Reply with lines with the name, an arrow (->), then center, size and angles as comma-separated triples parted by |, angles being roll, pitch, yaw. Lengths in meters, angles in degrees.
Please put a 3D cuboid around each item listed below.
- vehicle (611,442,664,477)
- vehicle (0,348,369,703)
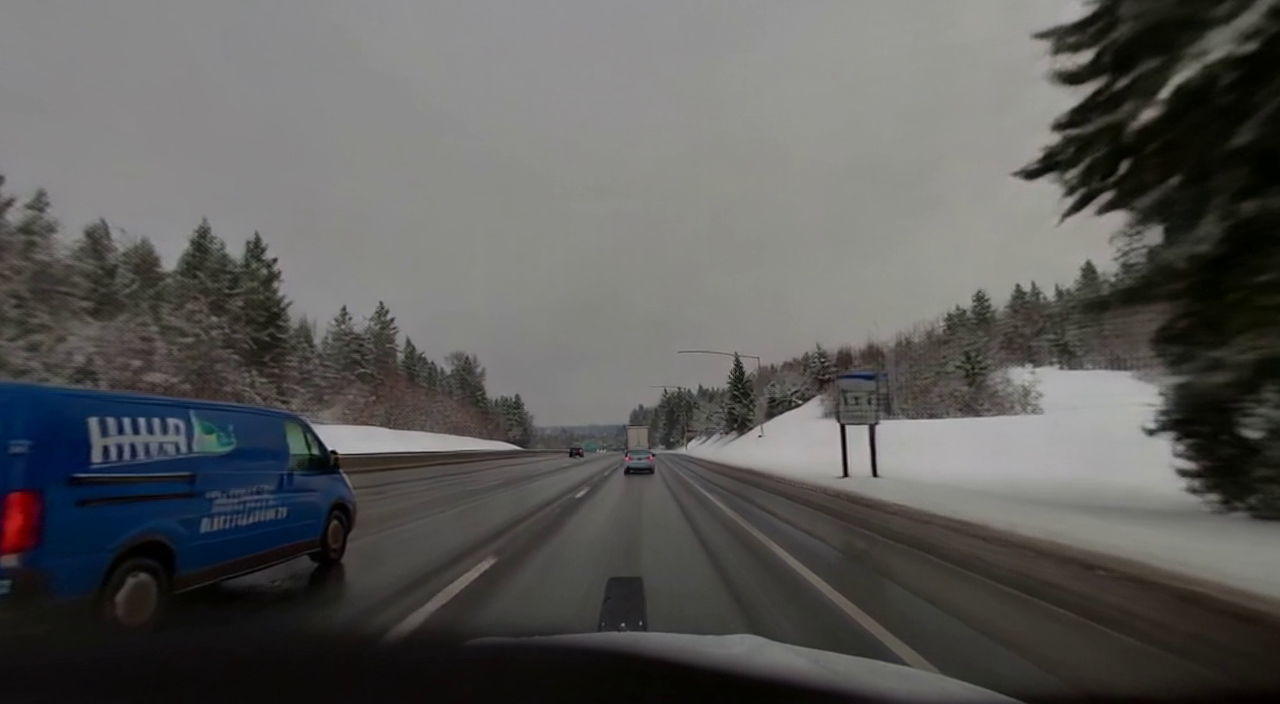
vehicle -> -0.091, 4.869, 28.747 | 2.238, 1.479, 3.672 | 0, -9, 1
vehicle -> -4.378, 1.183, 4.994 | 2.174, 1.862, 5.012 | 0, -9, 1
